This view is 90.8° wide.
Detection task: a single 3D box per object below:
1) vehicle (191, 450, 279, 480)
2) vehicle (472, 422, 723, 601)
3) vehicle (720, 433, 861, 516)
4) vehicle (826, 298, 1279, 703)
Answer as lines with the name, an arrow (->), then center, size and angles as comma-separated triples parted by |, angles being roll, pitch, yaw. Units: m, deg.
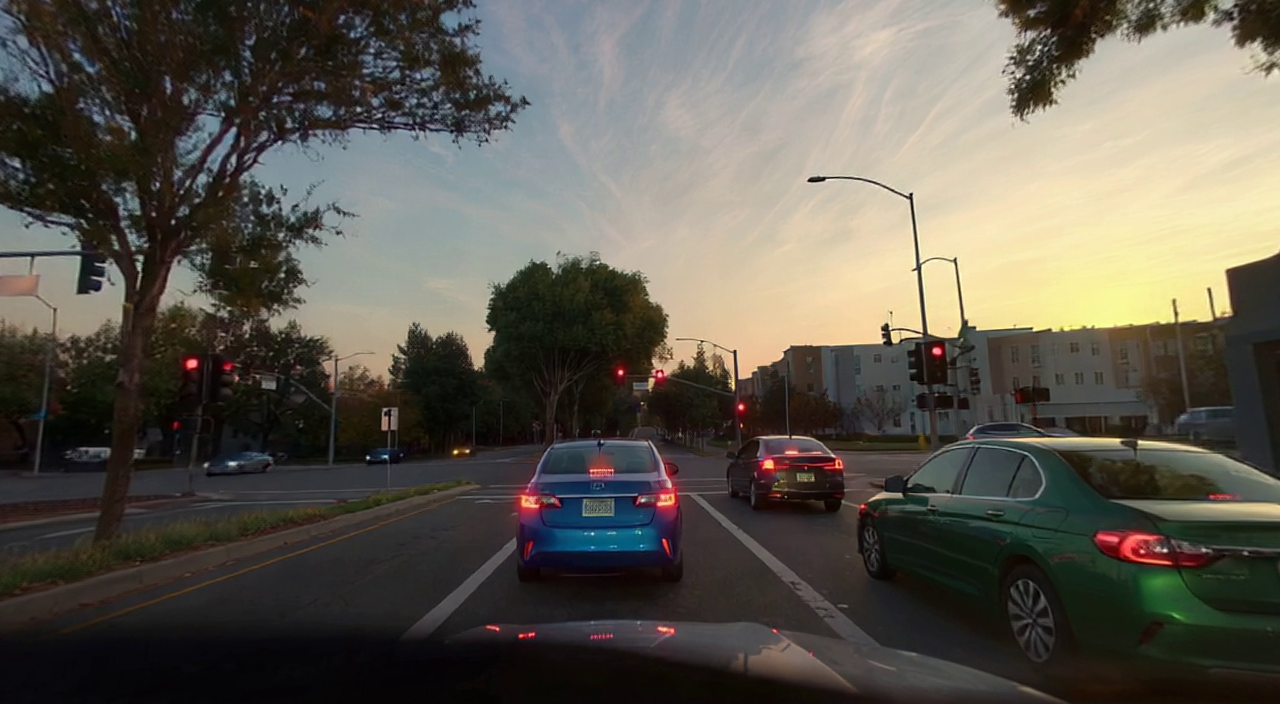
vehicle -> -22.003, 6.117, 34.525 | 1.863, 1.496, 4.389 | 0, -8, 0
vehicle -> -0.383, 1.653, 7.403 | 2.143, 1.520, 3.848 | 0, -8, -1
vehicle -> 3.145, 2.665, 14.308 | 2.026, 1.549, 4.559 | 0, -8, -1
vehicle -> 3.571, 1.105, 5.053 | 2.572, 1.945, 5.065 | 0, -8, 0
